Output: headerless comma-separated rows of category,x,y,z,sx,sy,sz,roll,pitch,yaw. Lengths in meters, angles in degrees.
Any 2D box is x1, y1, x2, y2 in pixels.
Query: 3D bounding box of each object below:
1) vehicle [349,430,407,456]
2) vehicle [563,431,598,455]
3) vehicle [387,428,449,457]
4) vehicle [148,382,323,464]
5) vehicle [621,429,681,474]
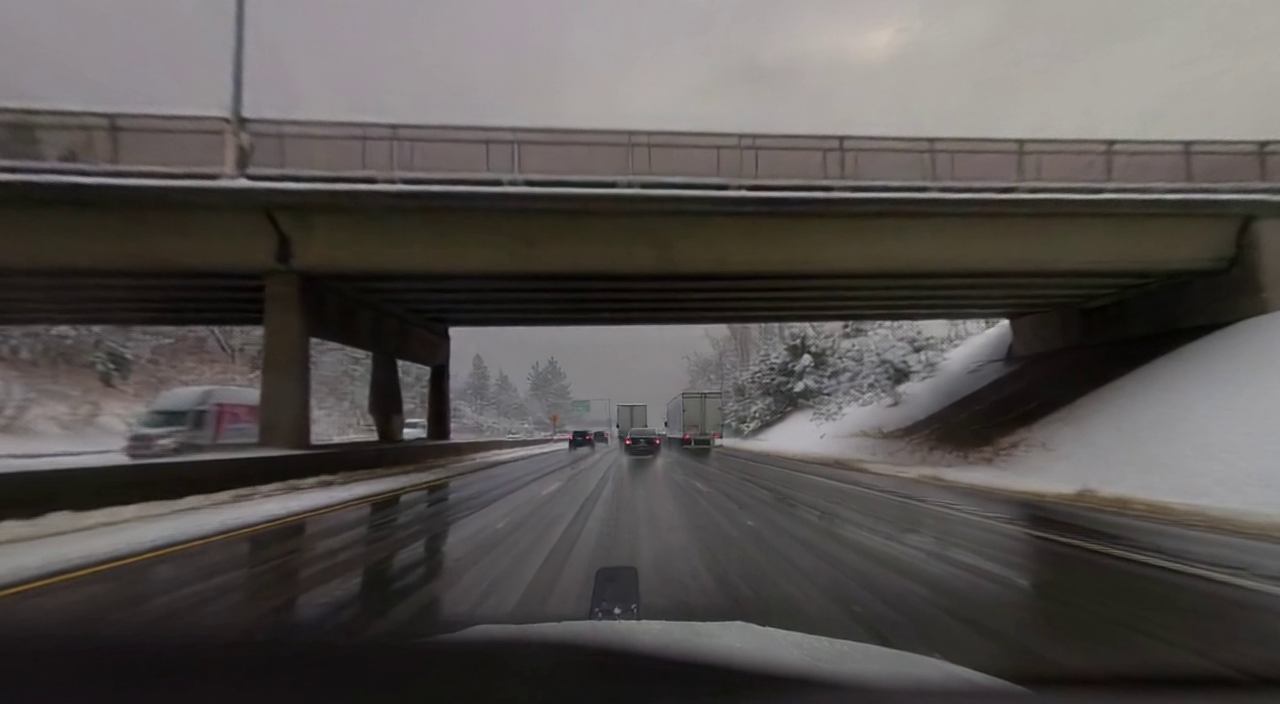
vehicle,-17.245,6.020,41.724,1.975,1.616,4.475,0,-8,-1
vehicle,-4.013,6.227,43.124,1.979,1.527,4.754,0,-8,-1
vehicle,-12.791,5.243,36.588,2.038,1.572,4.216,0,-8,0
vehicle,-21.015,3.891,33.800,3.125,3.754,9.621,0,-8,-1
vehicle,0.351,3.660,23.455,2.059,1.522,3.693,0,-8,-1
